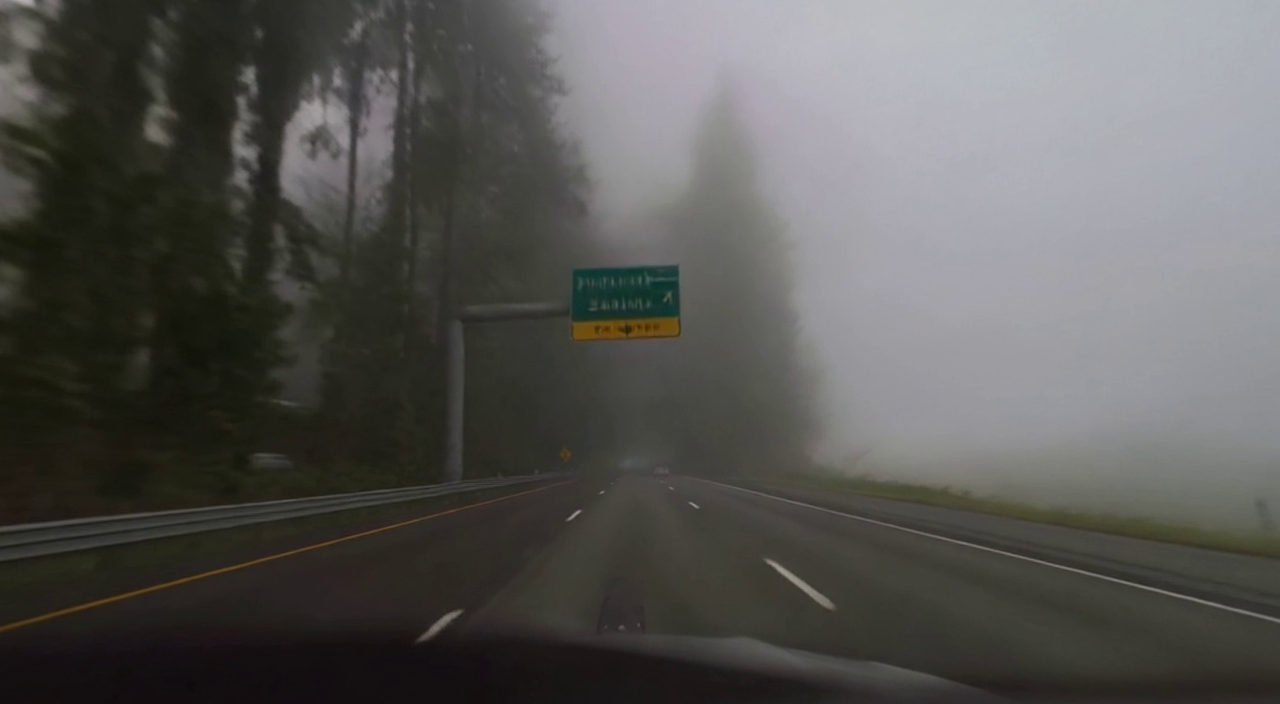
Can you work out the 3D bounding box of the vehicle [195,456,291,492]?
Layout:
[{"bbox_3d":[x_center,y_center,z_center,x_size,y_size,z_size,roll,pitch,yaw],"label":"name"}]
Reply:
[{"bbox_3d":[-19.525,6.042,31.260,1.893,1.602,4.274,1,-11,0],"label":"vehicle"}]
